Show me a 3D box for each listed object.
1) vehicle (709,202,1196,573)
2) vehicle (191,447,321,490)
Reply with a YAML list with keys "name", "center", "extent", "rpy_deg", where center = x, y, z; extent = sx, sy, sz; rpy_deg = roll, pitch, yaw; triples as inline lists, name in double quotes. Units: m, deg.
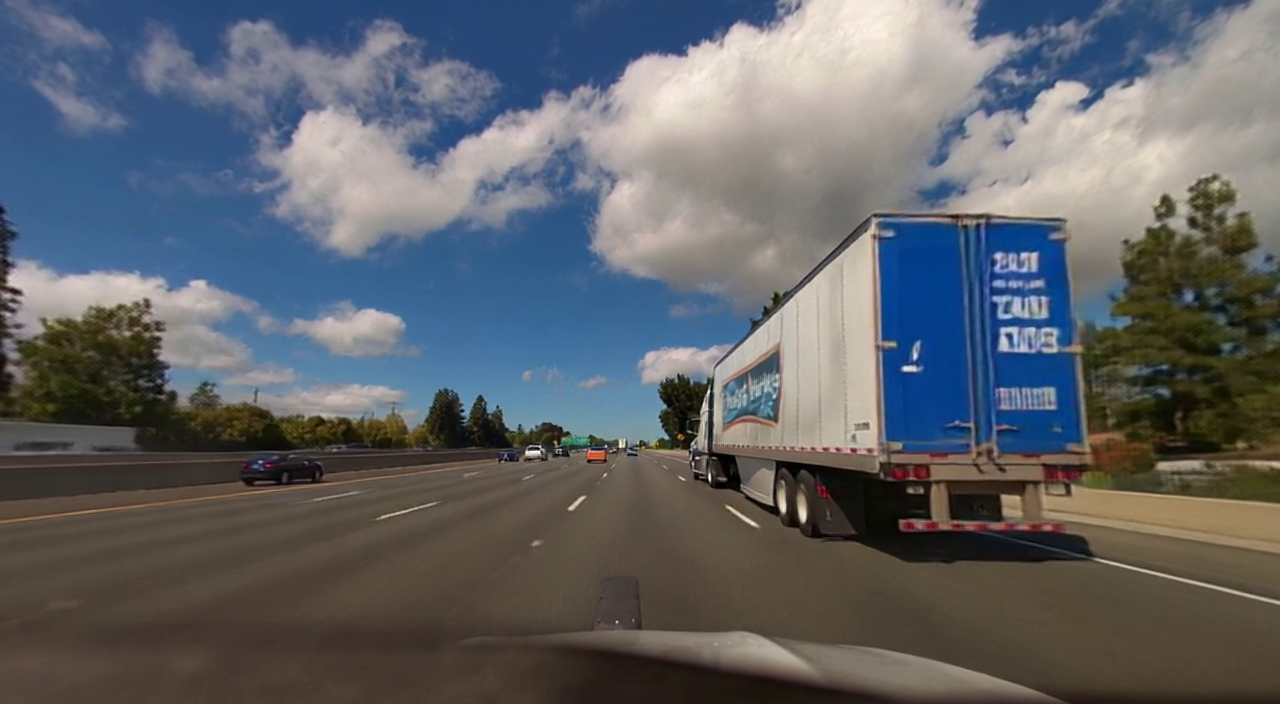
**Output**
- name: "vehicle"
  center: [4.203, 1.468, 14.685]
  extent: [3.140, 4.100, 15.551]
  rpy_deg: [0, -9, -1]
- name: "vehicle"
  center: [-14.496, 4.378, 24.243]
  extent: [1.982, 1.471, 4.747]
  rpy_deg: [0, -9, 0]
